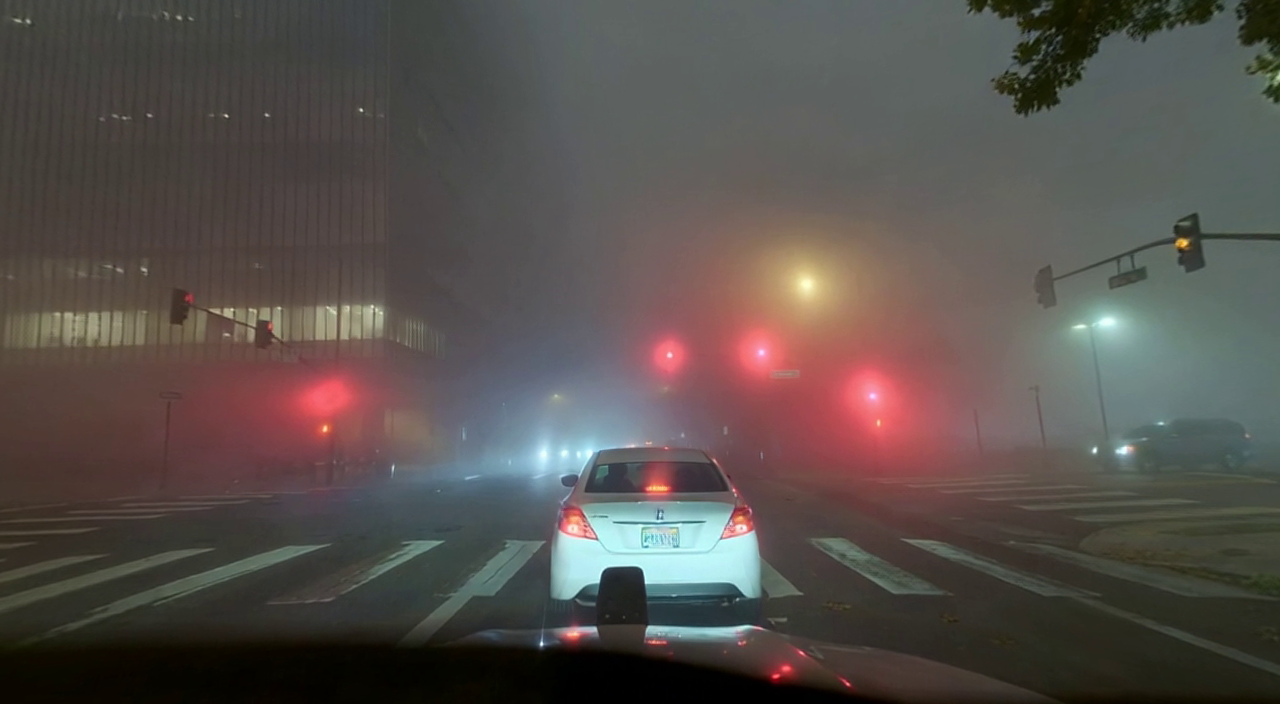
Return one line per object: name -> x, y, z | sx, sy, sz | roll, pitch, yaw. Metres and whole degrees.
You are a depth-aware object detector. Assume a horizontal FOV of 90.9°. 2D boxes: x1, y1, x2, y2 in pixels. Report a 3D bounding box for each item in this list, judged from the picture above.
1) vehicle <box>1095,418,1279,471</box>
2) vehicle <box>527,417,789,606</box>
vehicle -> 19.154, 3.258, 22.214 | 4.675, 1.772, 1.945 | 0, -8, 0
vehicle -> -0.145, 1.643, 7.490 | 1.893, 1.532, 4.145 | 2, -9, -16
